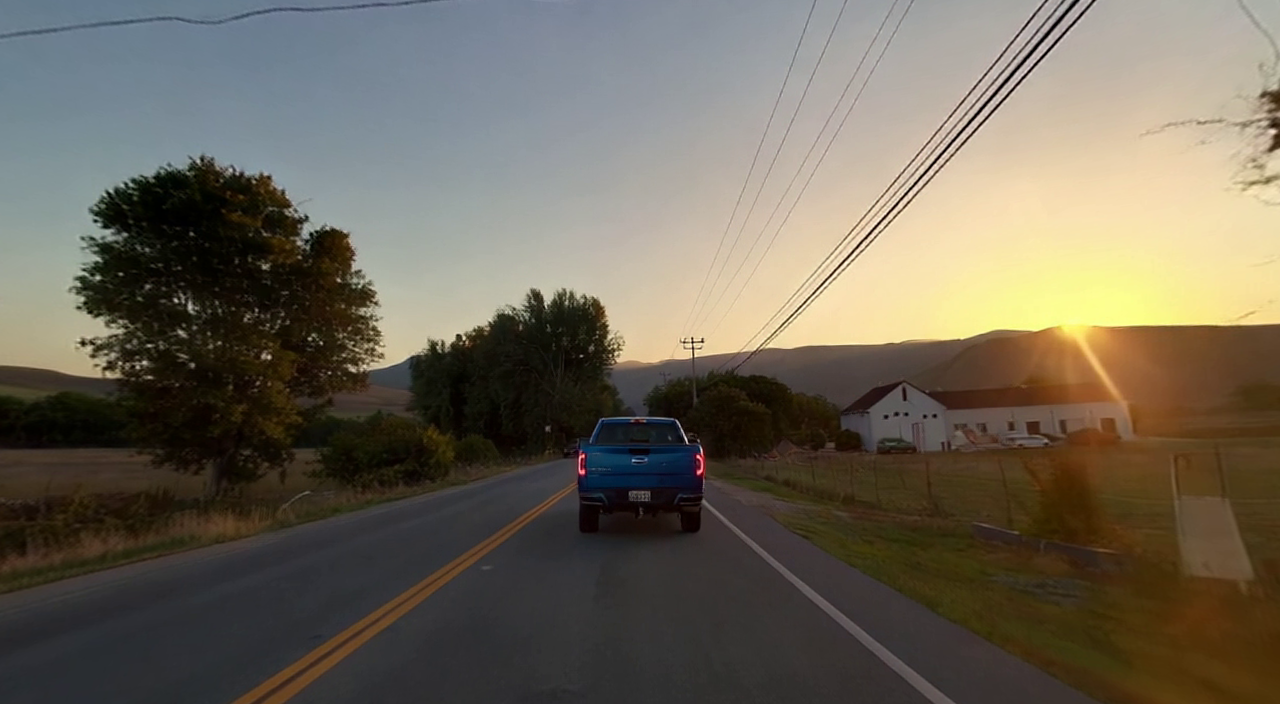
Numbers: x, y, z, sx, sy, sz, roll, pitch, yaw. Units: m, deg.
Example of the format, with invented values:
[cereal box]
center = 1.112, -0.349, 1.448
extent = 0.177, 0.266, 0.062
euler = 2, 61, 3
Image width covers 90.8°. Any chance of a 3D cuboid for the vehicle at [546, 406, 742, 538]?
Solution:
[vehicle]
center = -0.008, 2.138, 11.987
extent = 2.774, 1.861, 5.885
euler = 0, -8, -1
